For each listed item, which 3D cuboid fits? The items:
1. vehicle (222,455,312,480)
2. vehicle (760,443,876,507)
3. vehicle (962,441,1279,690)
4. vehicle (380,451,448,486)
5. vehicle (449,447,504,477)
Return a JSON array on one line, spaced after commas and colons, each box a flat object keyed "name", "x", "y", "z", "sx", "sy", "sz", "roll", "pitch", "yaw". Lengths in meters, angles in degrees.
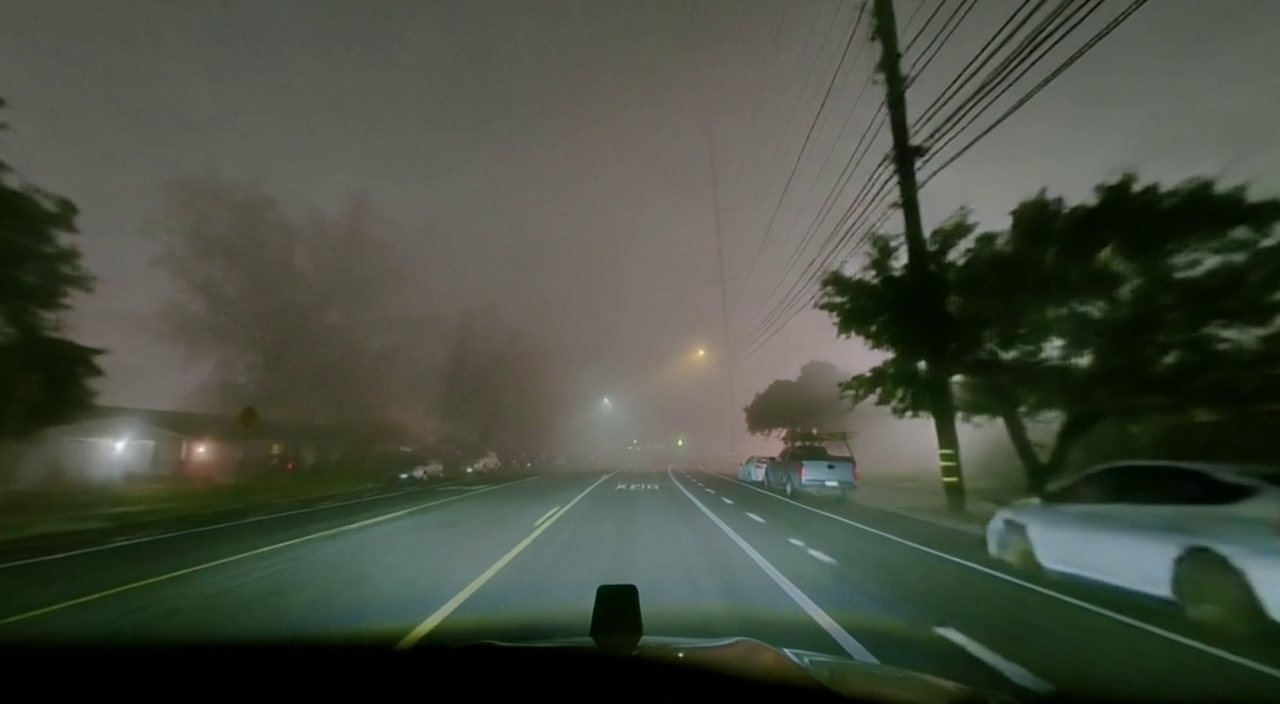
[{"name": "vehicle", "x": -23.234, "y": 7.178, "z": 39.283, "sx": 4.326, "sy": 1.468, "sz": 2.025, "roll": 0, "pitch": -9, "yaw": 2}, {"name": "vehicle", "x": 5.127, "y": 3.587, "z": 19.001, "sx": 2.009, "sy": 1.649, "sz": 5.156, "roll": 0, "pitch": -9, "yaw": 0}, {"name": "vehicle", "x": 4.981, "y": 1.580, "z": 5.587, "sx": 1.978, "sy": 1.529, "sz": 4.357, "roll": 0, "pitch": -8, "yaw": 1}, {"name": "vehicle", "x": -12.055, "y": 6.242, "z": 33.906, "sx": 1.907, "sy": 1.612, "sz": 4.594, "roll": -3, "pitch": -10, "yaw": 1}, {"name": "vehicle", "x": -11.563, "y": 7.788, "z": 44.945, "sx": 2.225, "sy": 1.887, "sz": 5.672, "roll": -3, "pitch": -9, "yaw": 3}]
